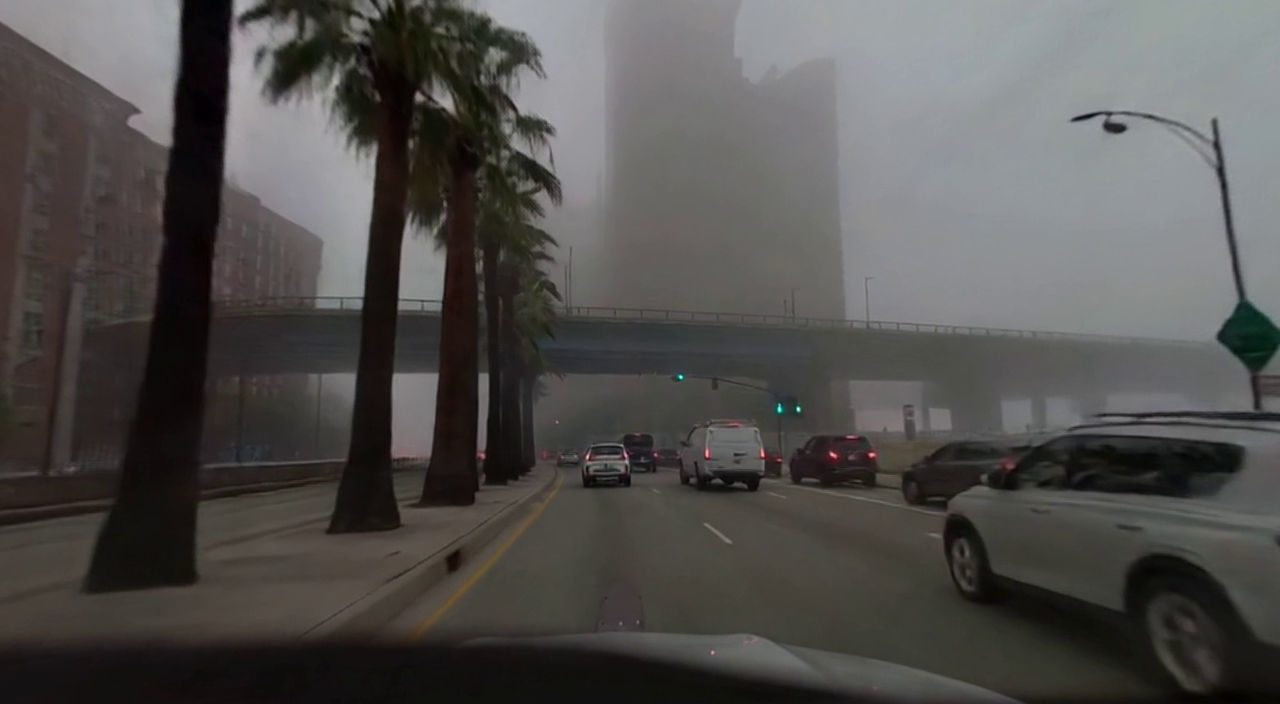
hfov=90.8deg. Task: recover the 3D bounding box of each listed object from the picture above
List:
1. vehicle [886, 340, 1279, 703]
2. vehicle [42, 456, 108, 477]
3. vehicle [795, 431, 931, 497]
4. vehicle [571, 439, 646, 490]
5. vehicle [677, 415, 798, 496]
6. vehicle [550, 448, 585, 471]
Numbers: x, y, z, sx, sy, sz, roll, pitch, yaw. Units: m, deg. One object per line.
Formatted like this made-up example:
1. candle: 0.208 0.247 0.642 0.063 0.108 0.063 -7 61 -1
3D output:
1. vehicle: 3.573 1.035 4.032 2.151 1.695 4.258 0 -9 -2
2. vehicle: -43.246 8.767 48.438 1.794 1.461 3.581 0 -9 -3
3. vehicle: 6.578 3.365 19.365 2.164 1.745 4.677 0 -9 -4
4. vehicle: -1.278 4.028 23.038 2.332 1.625 4.933 1 -9 -7
5. vehicle: 2.800 3.192 19.736 2.434 2.171 5.098 1 -9 -7
6. vehicle: -5.188 7.636 44.967 2.081 1.503 3.681 2 -9 -13
